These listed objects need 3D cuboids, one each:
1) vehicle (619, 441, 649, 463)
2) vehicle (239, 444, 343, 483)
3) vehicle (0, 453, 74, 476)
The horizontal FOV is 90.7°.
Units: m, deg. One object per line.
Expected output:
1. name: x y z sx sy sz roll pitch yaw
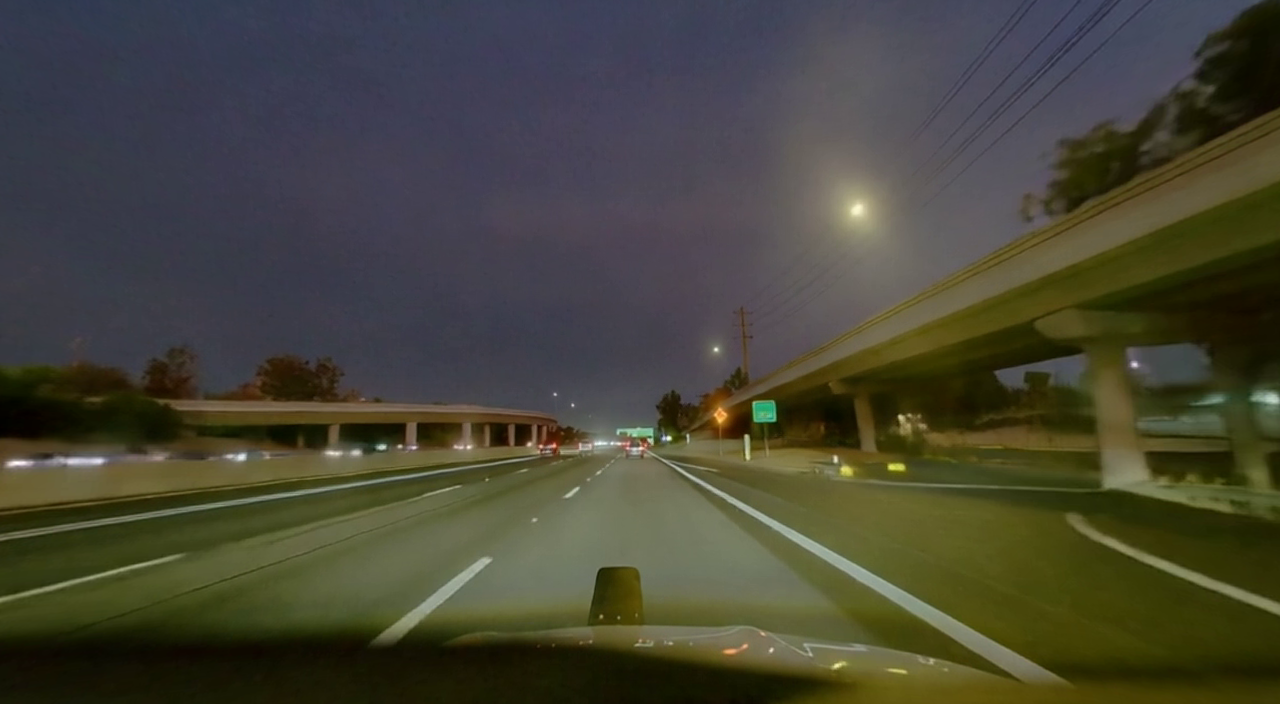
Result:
1. vehicle: -0.472 7.268 46.232 2.086 1.472 4.168 0 -8 -1
2. vehicle: -14.769 4.702 27.103 1.969 1.486 4.395 0 -8 0
3. vehicle: -43.348 7.990 45.086 1.771 1.444 4.547 0 -8 -1
